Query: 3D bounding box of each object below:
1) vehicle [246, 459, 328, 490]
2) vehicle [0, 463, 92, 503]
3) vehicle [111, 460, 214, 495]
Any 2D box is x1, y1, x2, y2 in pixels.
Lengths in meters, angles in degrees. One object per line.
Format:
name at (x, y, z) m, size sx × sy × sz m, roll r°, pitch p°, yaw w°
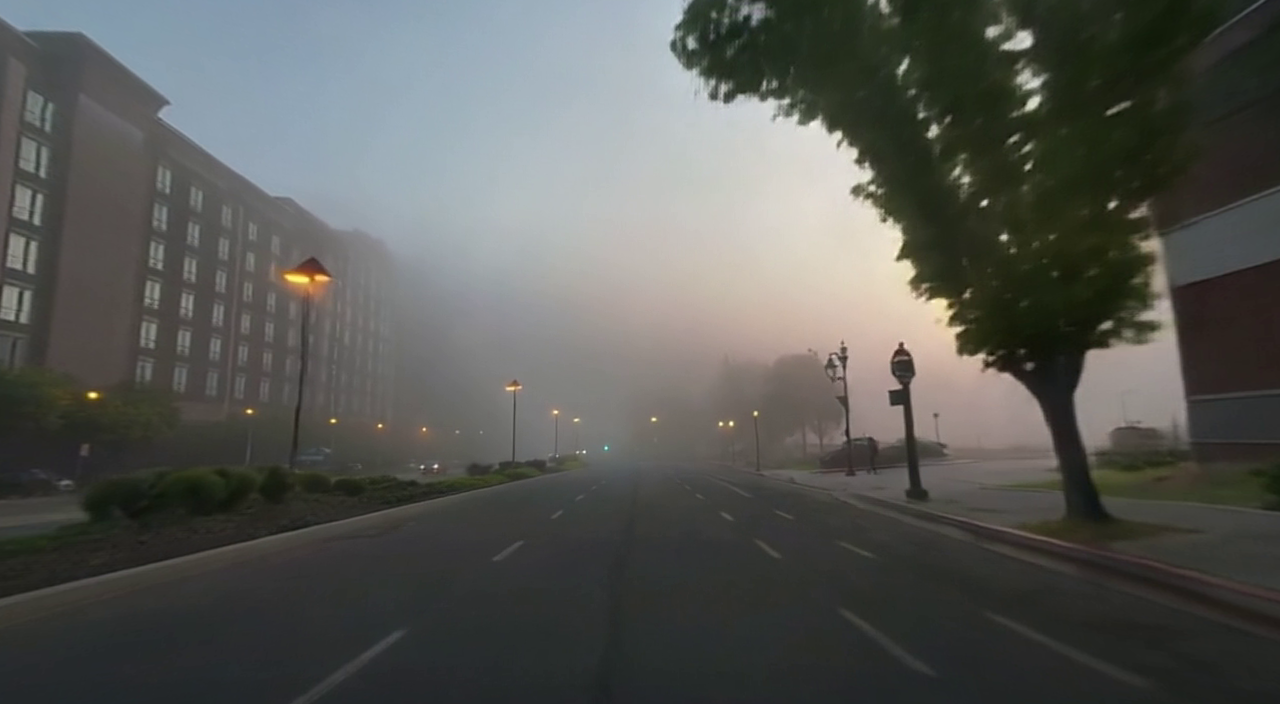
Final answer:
vehicle at (-18.915, 6.585, 34.039) m, size 1.835 × 1.417 × 4.352 m, roll 0°, pitch -8°, yaw 2°
vehicle at (-31.657, 6.732, 32.711) m, size 2.235 × 1.777 × 4.963 m, roll 1°, pitch -8°, yaw -5°
vehicle at (-26.082, 6.846, 34.662) m, size 2.124 × 1.650 × 4.413 m, roll 0°, pitch -8°, yaw 1°
